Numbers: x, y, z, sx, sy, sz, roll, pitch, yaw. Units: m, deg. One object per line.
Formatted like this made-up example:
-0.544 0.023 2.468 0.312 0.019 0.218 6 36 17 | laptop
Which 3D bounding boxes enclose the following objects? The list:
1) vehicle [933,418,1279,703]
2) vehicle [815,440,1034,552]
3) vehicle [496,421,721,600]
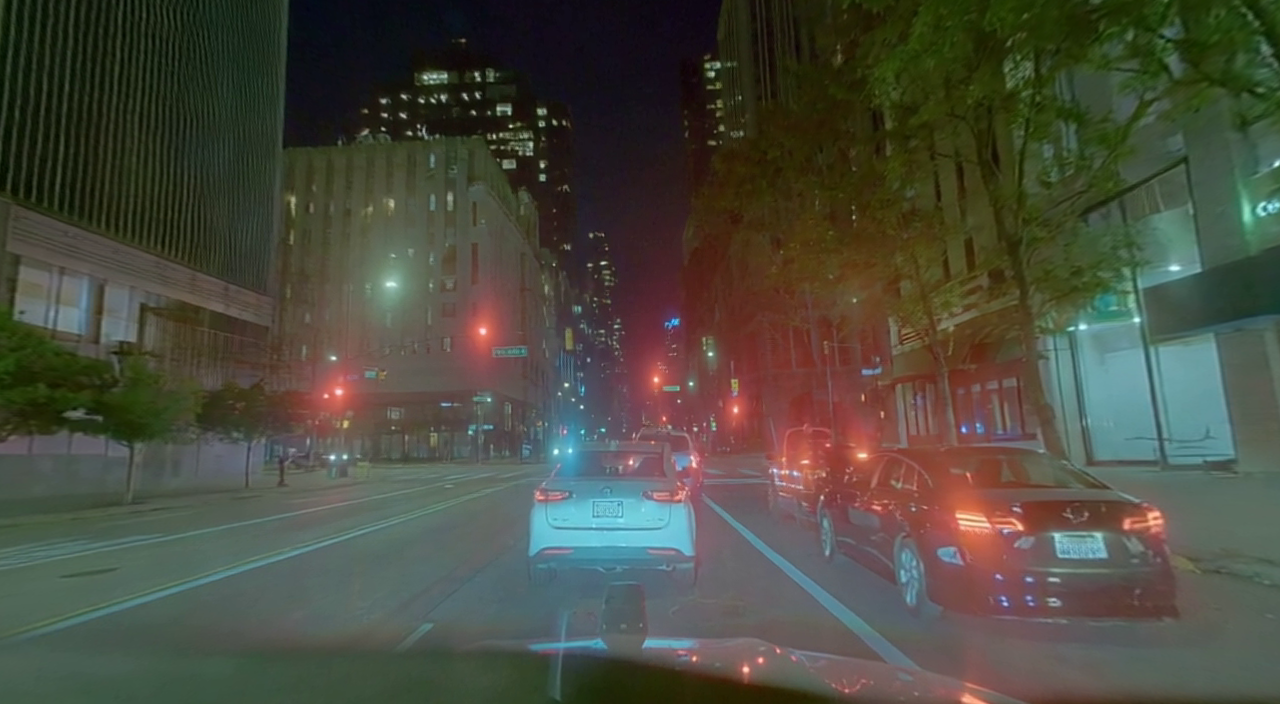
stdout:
3.195 0.979 2.192 2.006 1.496 4.767 0 -9 -1 | vehicle
4.543 2.323 11.012 1.912 1.505 4.618 -1 -8 3 | vehicle
-0.268 1.613 7.233 1.888 1.489 3.703 0 -8 0 | vehicle
